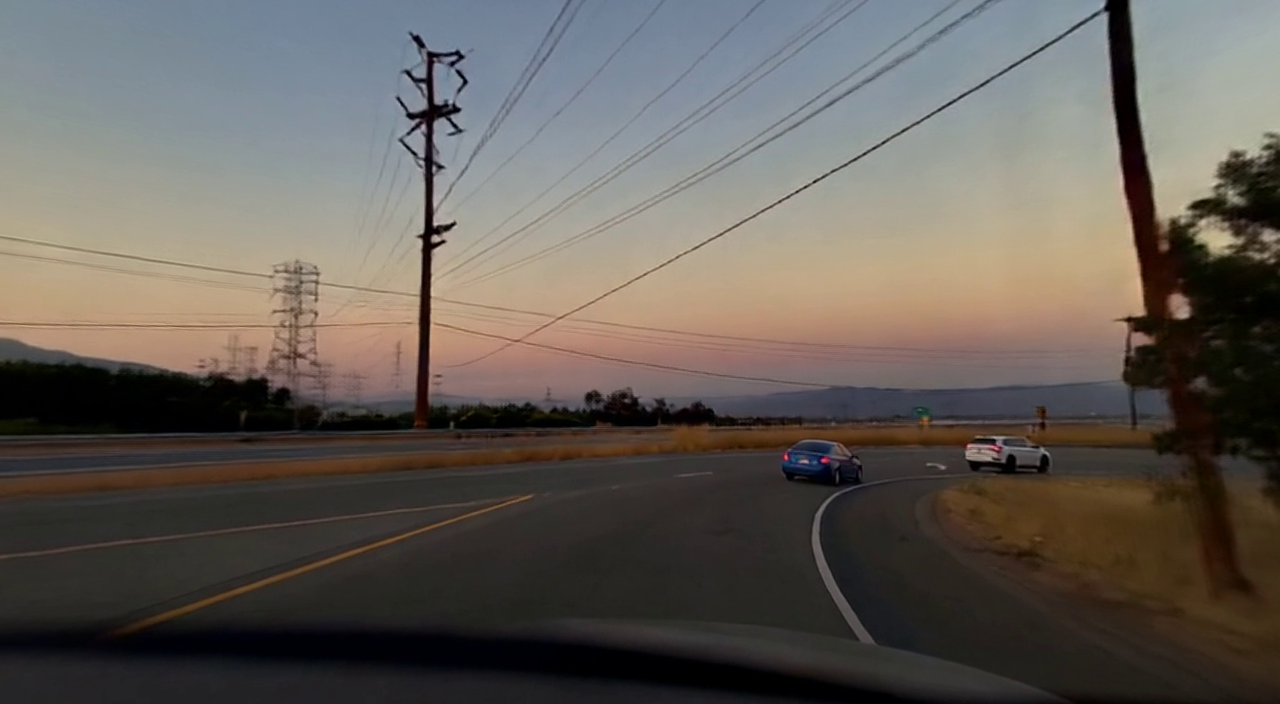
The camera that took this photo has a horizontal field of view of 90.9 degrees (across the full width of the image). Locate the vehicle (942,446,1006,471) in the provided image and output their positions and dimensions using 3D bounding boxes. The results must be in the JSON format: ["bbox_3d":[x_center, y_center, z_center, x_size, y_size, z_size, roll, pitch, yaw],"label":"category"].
[{"bbox_3d":[21.200,6.693,39.953,4.307,1.465,1.836,6,-10,-36],"label":"vehicle"}]

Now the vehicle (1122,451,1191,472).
[{"bbox_3d":[39.154,8.285,47.843,4.102,1.552,1.931,2,-9,-15],"label":"vehicle"}]

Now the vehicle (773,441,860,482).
[{"bbox_3d":[6.776,4.090,23.915,2.026,1.407,4.374,-5,-10,31],"label":"vehicle"}]
